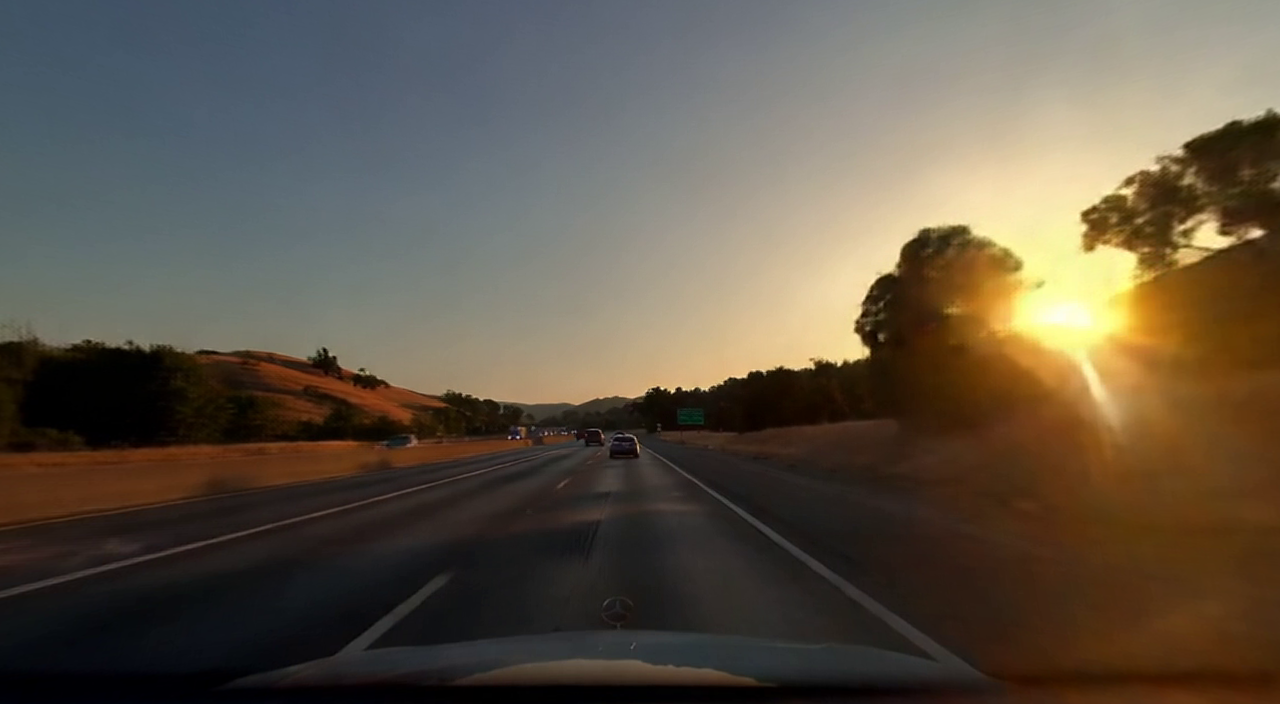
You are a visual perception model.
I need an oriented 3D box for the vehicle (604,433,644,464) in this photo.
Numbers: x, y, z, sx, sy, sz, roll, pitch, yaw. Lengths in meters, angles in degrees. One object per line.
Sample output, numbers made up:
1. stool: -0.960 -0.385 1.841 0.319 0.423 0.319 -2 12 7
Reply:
1. vehicle: -0.854 4.989 32.791 1.948 1.470 3.913 0 -8 -2
